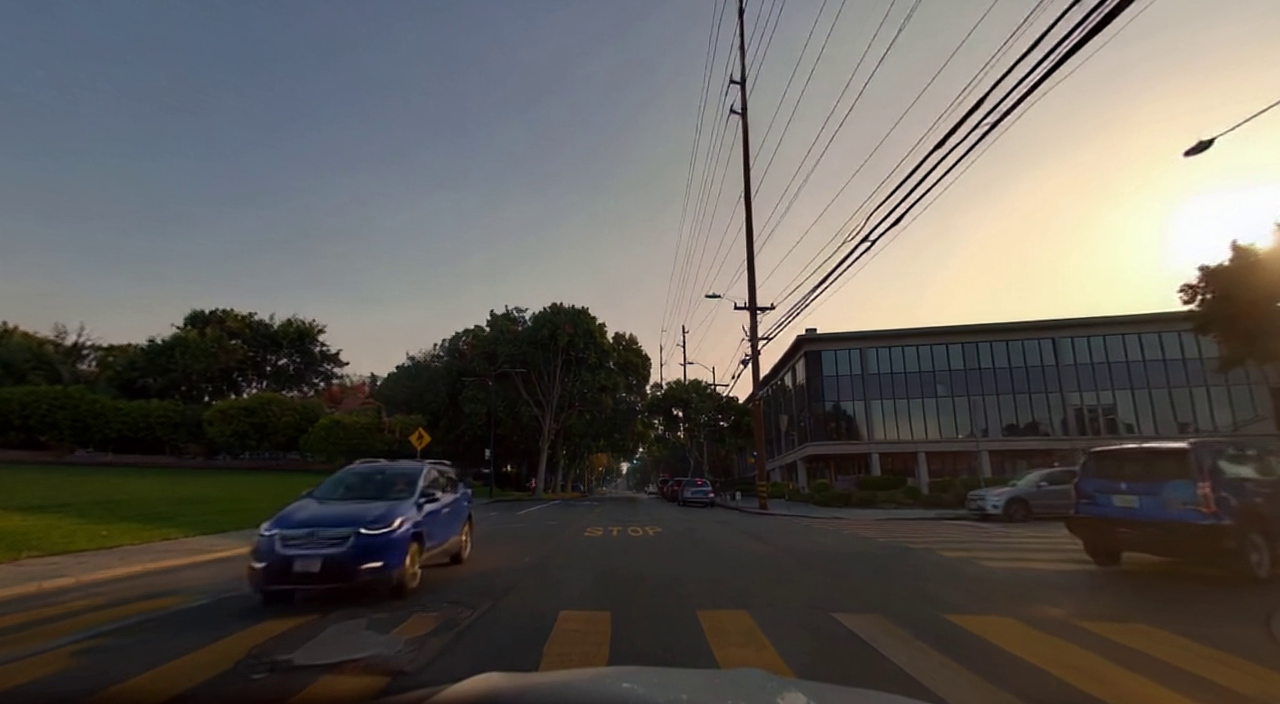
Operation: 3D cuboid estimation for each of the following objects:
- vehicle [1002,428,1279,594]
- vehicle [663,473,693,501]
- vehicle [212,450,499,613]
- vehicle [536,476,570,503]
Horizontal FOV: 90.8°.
[{"bbox_3d":[7.913,2.016,8.872,4.872,1.789,2.214,3,-9,-21],"label":"vehicle"},{"bbox_3d":[2.822,10.165,47.850,1.953,1.774,5.008,0,-8,-1],"label":"vehicle"},{"bbox_3d":[-3.288,2.105,8.371,1.911,1.563,4.057,0,-8,0],"label":"vehicle"},{"bbox_3d":[-6.631,10.512,48.438,1.913,1.682,4.365,0,-8,1],"label":"vehicle"}]
